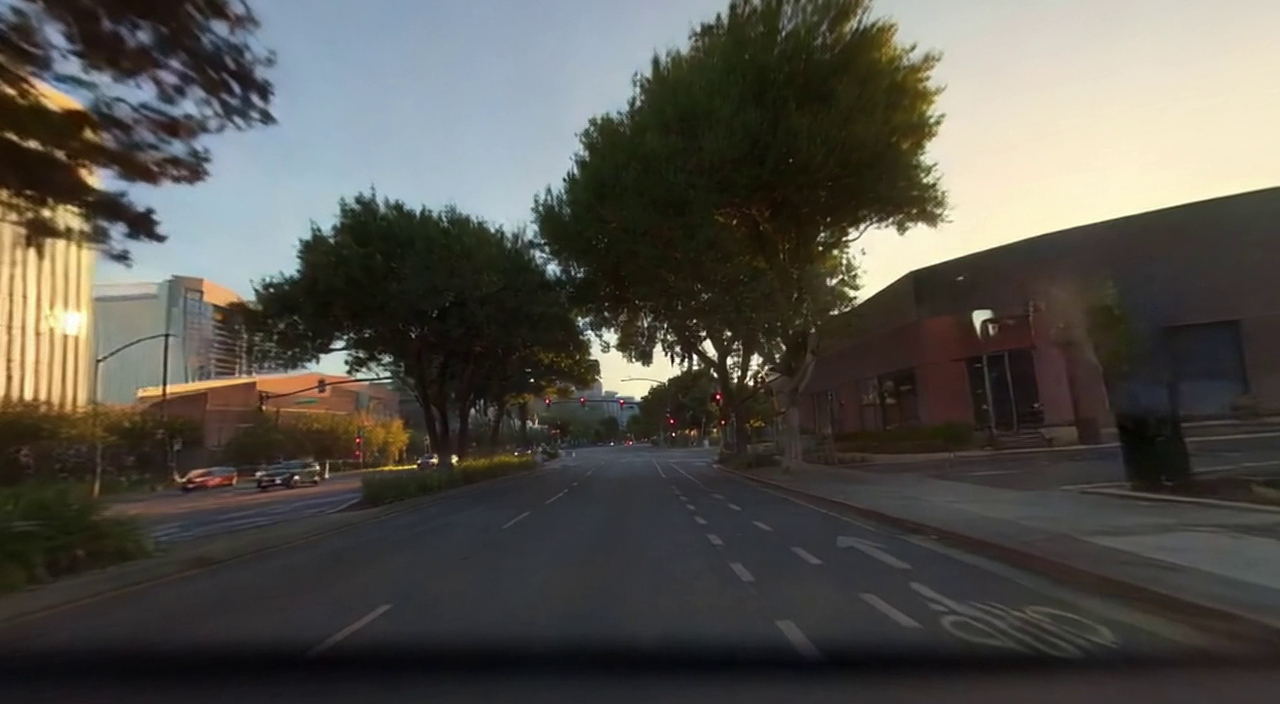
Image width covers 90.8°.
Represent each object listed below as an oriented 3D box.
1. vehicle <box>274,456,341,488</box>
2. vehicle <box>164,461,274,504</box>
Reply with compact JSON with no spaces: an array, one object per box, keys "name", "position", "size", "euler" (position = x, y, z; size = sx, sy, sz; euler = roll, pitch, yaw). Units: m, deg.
[{"name":"vehicle","position":[-23.723,8.535,45.326],"size":[2.316,2.060,4.631],"euler":[0,-9,-1]},{"name":"vehicle","position":[-19.652,6.087,29.769],"size":[2.223,1.728,4.250],"euler":[0,-9,-1]}]
